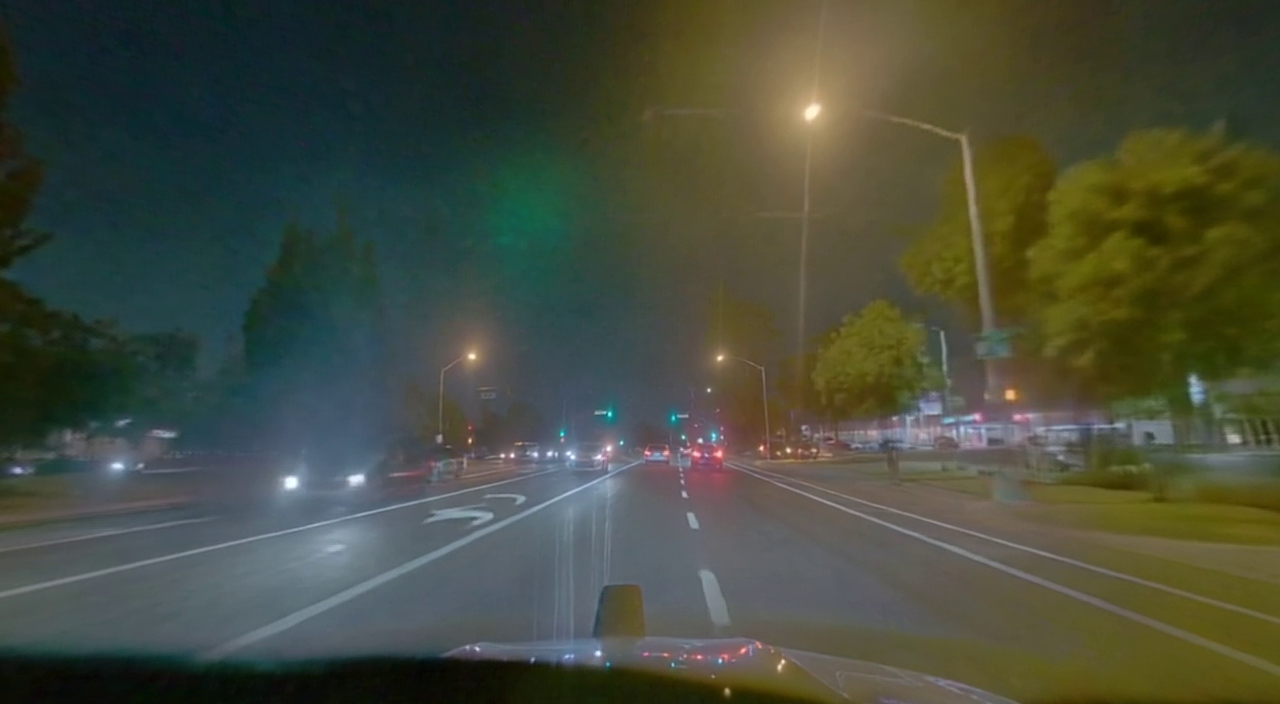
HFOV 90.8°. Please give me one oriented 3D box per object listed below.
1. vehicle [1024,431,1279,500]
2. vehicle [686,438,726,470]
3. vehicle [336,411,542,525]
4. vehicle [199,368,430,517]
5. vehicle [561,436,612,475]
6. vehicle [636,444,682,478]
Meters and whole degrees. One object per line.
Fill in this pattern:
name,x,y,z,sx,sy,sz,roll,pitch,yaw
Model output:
vehicle,18.349,3.801,22.881,2.618,1.565,11.353,-3,-6,4
vehicle,3.802,5.963,37.122,2.046,1.768,4.370,0,-9,2
vehicle,-3.853,2.390,13.612,2.298,1.905,5.777,-1,-9,3
vehicle,-7.458,2.222,15.542,2.251,2.944,5.835,-1,-9,3
vehicle,-2.606,5.219,32.045,2.092,1.779,4.468,0,-9,1
vehicle,0.812,4.864,28.471,1.917,1.418,3.987,0,-9,0
